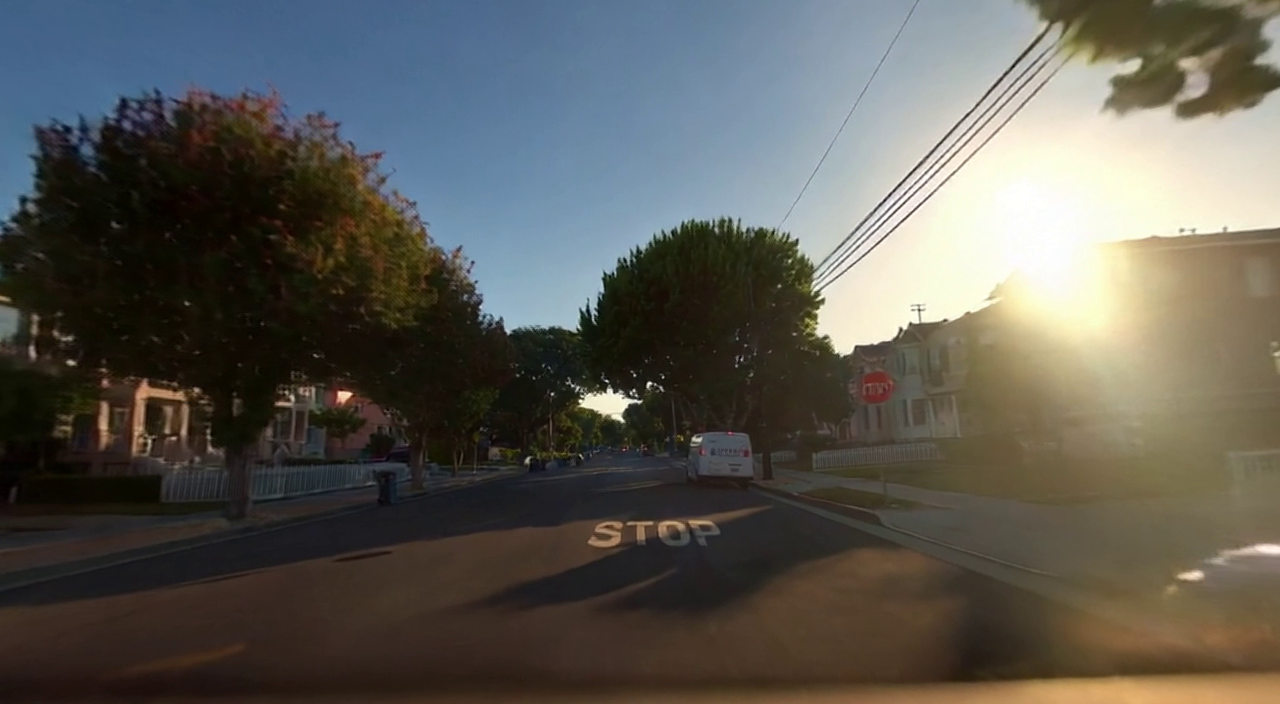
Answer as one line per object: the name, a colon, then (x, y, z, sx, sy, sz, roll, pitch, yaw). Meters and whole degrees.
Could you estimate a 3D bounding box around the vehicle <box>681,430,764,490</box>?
vehicle: (2.693, 3.671, 21.810, 2.126, 1.795, 4.751, 0, -9, -1)

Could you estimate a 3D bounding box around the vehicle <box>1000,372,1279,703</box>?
vehicle: (3.004, 0.679, 0.916, 2.185, 1.513, 4.524, 0, -9, -2)
